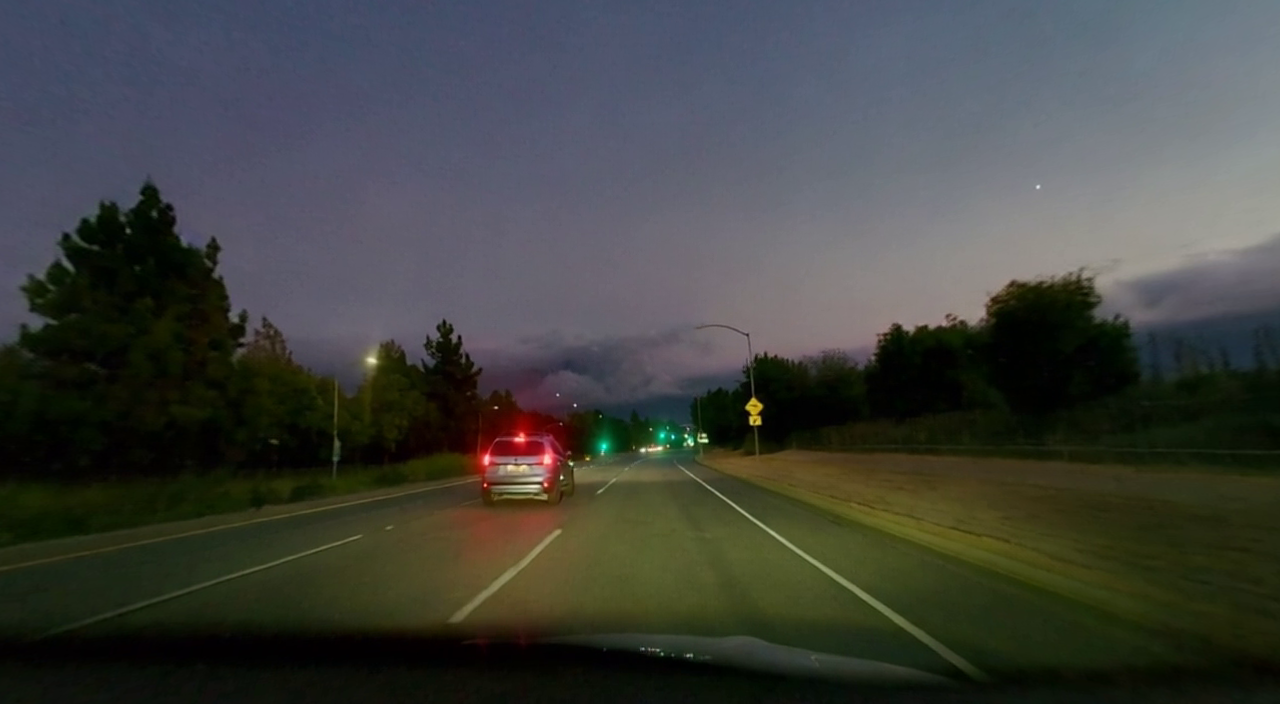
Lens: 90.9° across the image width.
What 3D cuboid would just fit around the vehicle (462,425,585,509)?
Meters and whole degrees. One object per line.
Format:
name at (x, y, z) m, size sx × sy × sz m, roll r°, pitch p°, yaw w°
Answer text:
vehicle at (-2.833, 2.932, 16.557) m, size 2.160 × 1.855 × 4.695 m, roll 0°, pitch -8°, yaw 2°
